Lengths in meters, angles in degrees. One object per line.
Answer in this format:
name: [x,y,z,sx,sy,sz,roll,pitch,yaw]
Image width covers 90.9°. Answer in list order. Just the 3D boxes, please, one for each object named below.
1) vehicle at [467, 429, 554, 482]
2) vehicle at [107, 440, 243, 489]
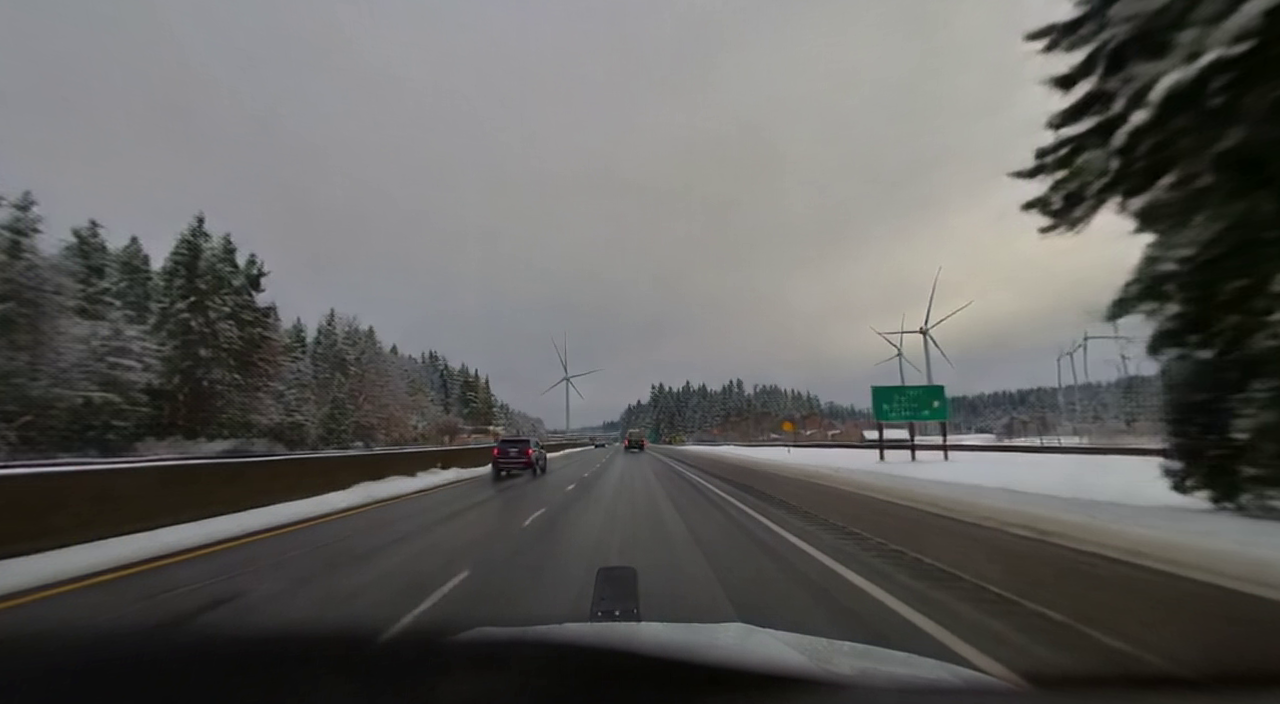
vehicle: [-4.066,3.309,20.425,1.950,1.511,3.965,0,-8,0]
vehicle: [-16.983,4.074,23.302,1.890,1.622,4.117,0,-8,-1]
